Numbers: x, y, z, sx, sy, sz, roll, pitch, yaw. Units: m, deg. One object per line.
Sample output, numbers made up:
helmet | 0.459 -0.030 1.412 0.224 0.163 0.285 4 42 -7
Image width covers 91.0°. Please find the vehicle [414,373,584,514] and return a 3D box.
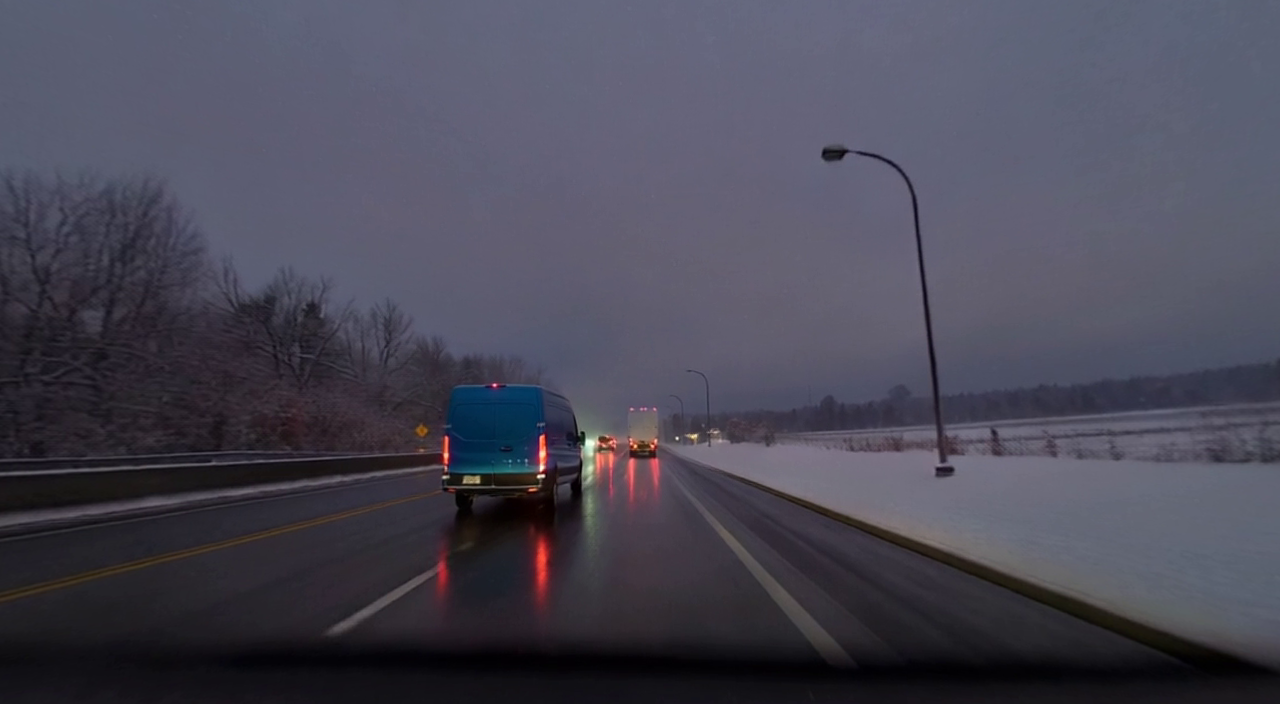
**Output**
vehicle | -2.916 2.145 14.875 2.497 2.628 6.016 0 -8 1
